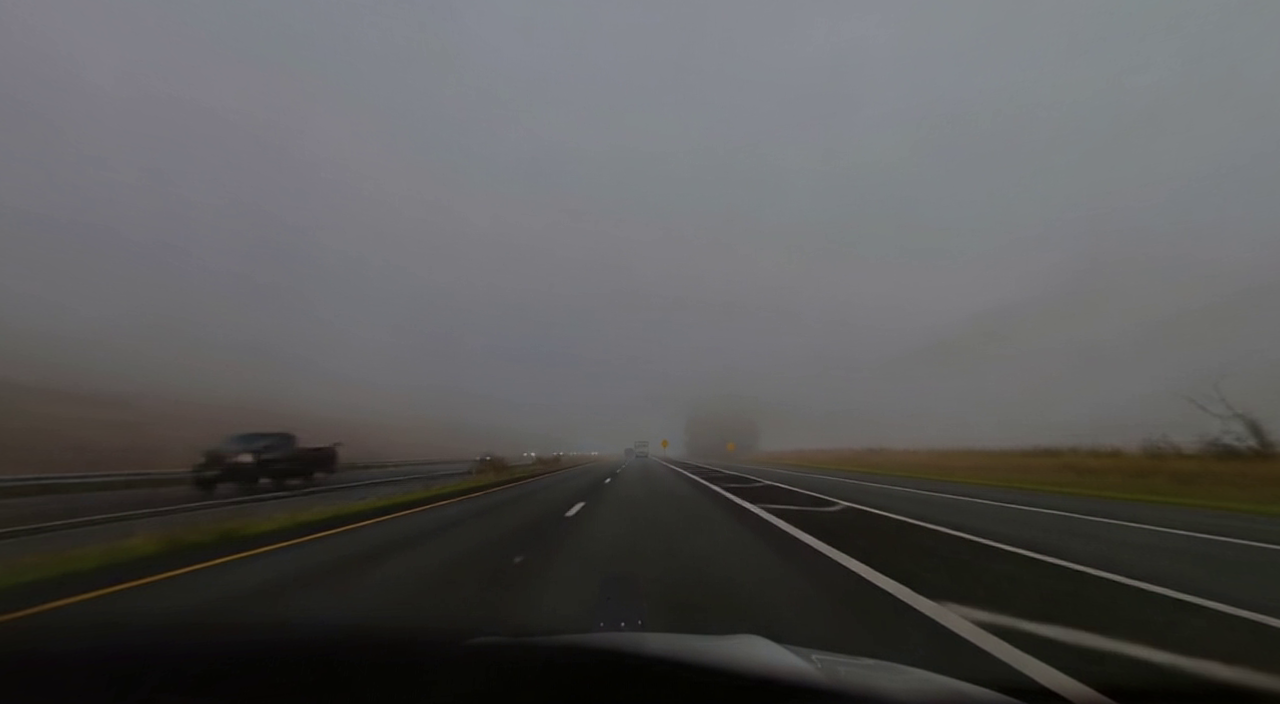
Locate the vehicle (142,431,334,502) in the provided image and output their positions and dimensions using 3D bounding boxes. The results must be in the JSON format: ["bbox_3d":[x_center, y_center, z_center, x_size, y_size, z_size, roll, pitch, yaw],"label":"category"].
[{"bbox_3d":[-12.122,3.500,19.680,2.197,1.891,5.624,0,-9,1],"label":"vehicle"}]
